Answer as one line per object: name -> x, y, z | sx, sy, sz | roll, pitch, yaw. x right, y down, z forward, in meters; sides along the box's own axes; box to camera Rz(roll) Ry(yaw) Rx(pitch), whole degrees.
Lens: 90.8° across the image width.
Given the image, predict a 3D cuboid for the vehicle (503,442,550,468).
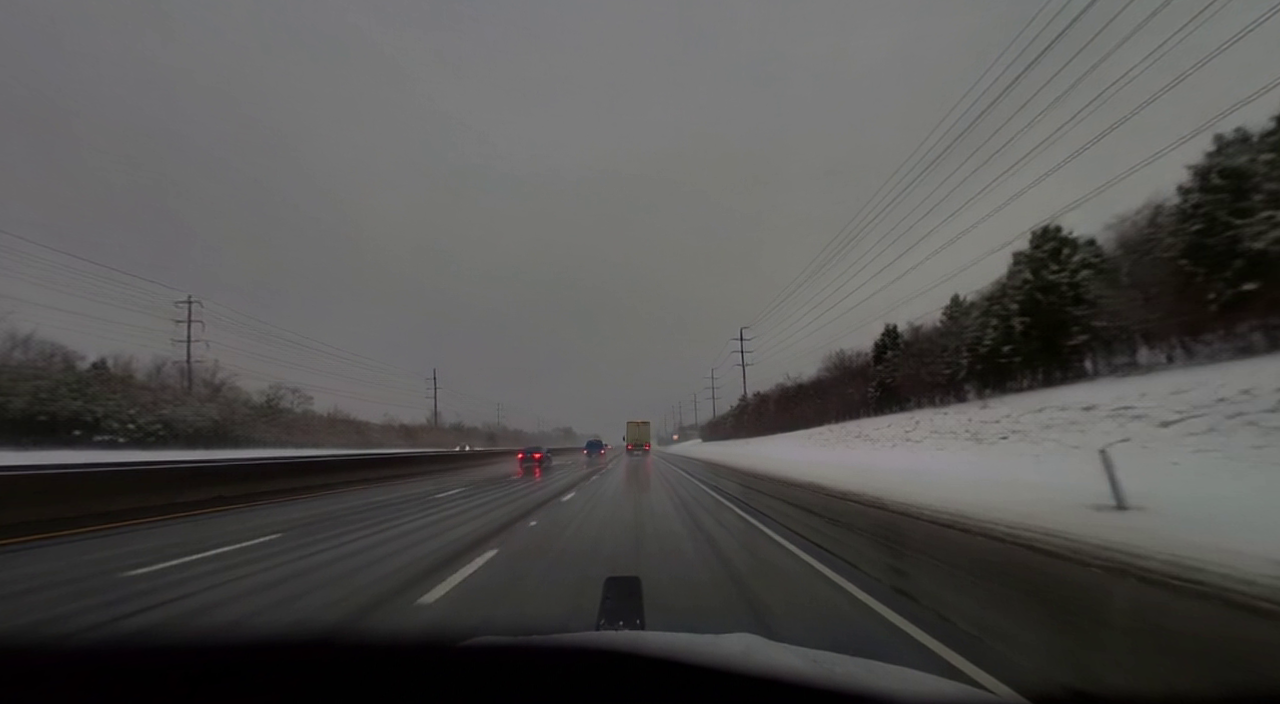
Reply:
vehicle -> -7.191, 6.595, 40.403 | 2.066, 1.558, 4.607 | 0, -9, 1
